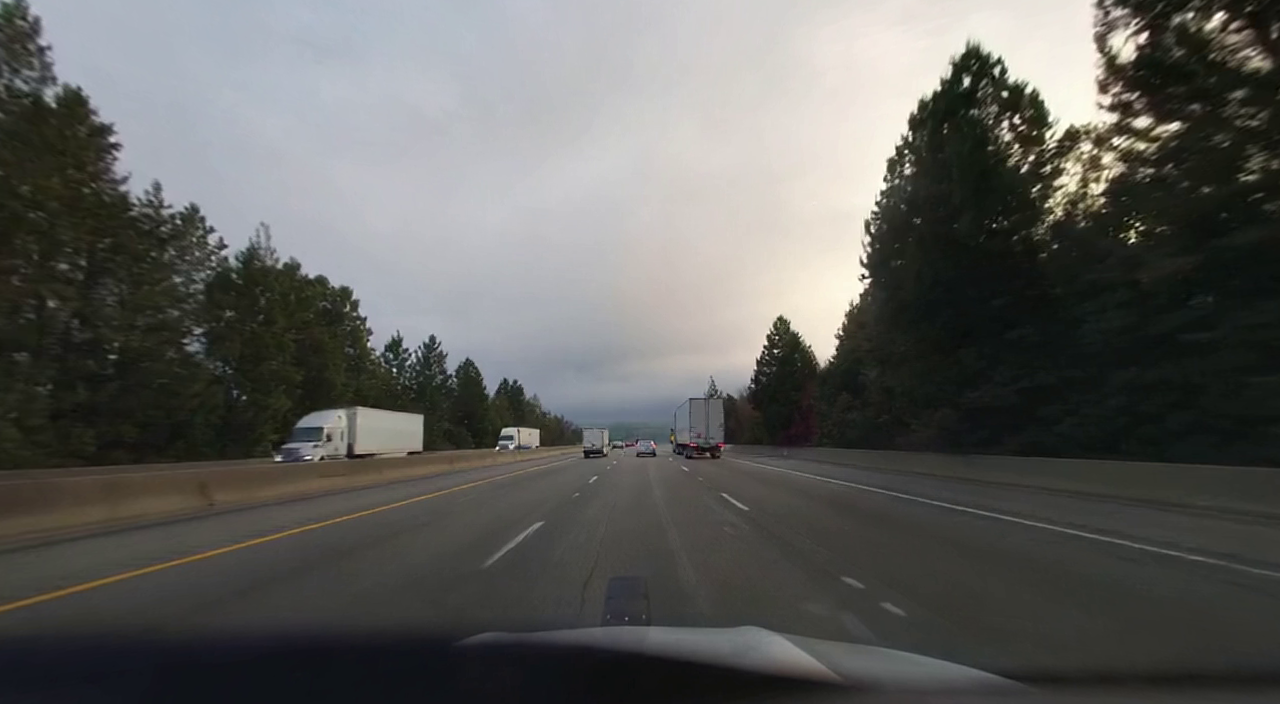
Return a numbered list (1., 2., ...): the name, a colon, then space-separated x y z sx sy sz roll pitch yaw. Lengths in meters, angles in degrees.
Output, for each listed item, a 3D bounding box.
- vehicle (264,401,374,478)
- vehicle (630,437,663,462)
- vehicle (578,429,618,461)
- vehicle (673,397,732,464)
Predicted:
1. vehicle: -18.493 5.083 36.776 3.006 4.066 6.254 0 -8 0
2. vehicle: 0.395 6.659 43.169 2.139 1.607 4.034 0 -8 -1
3. vehicle: -2.808 6.382 43.221 2.247 2.039 5.008 -1 -8 3
4. vehicle: 4.339 5.936 46.902 3.005 4.131 14.221 1 -8 0
